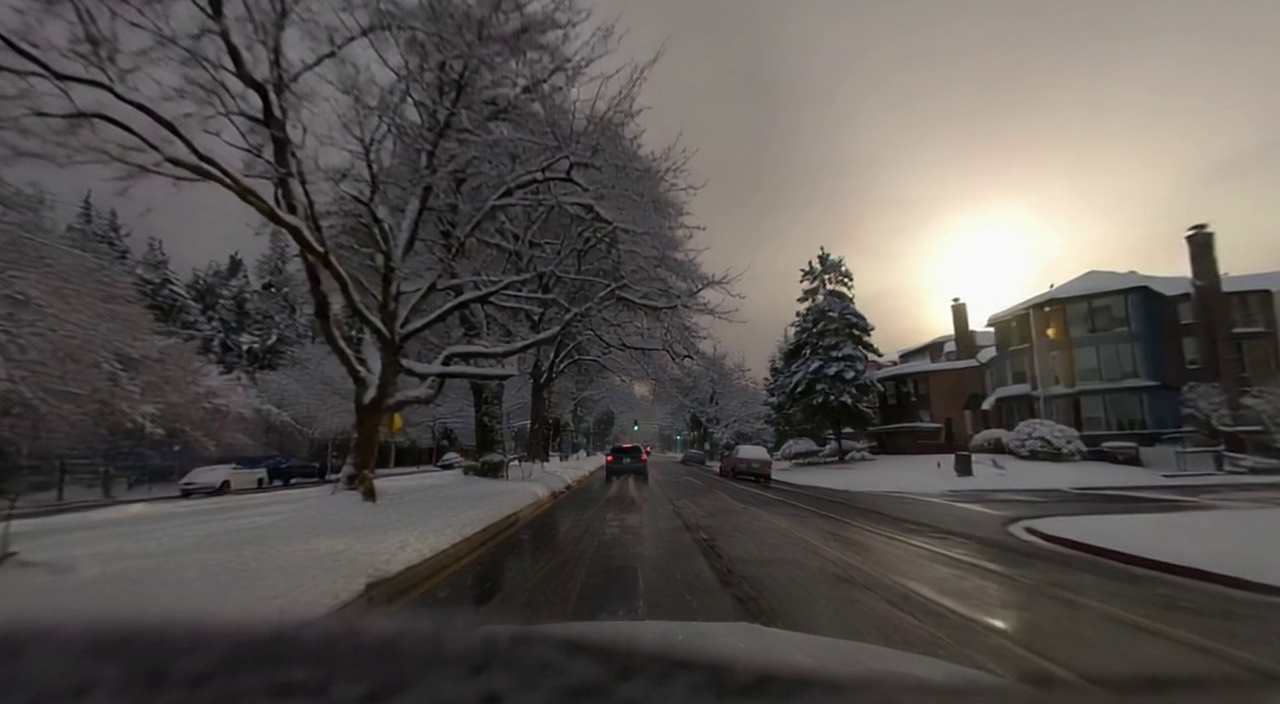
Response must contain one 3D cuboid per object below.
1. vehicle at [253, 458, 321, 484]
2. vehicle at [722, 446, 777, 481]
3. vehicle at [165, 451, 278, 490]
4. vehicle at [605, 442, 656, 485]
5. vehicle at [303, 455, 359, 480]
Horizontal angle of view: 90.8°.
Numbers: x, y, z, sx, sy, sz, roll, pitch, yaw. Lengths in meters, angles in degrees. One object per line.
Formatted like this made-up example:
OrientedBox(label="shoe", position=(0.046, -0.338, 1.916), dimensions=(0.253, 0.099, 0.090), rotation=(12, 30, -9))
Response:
OrientedBox(label="vehicle", position=(-22.368, 7.526, 40.237), dimensions=(1.772, 1.457, 4.505), rotation=(0, -8, -1))
OrientedBox(label="vehicle", position=(5.699, 5.810, 33.323), dimensions=(1.970, 1.696, 4.405), rotation=(0, -8, -2))
OrientedBox(label="vehicle", position=(-22.457, 6.350, 34.319), dimensions=(2.338, 1.842, 5.722), rotation=(0, -8, -1))
OrientedBox(label="vehicle", position=(-0.419, 4.796, 27.563), dimensions=(2.070, 1.698, 3.925), rotation=(0, -8, -1))
OrientedBox(label="vehicle", position=(-22.533, 8.398, 46.287), dimensions=(1.835, 1.644, 4.598), rotation=(0, -8, -1))
